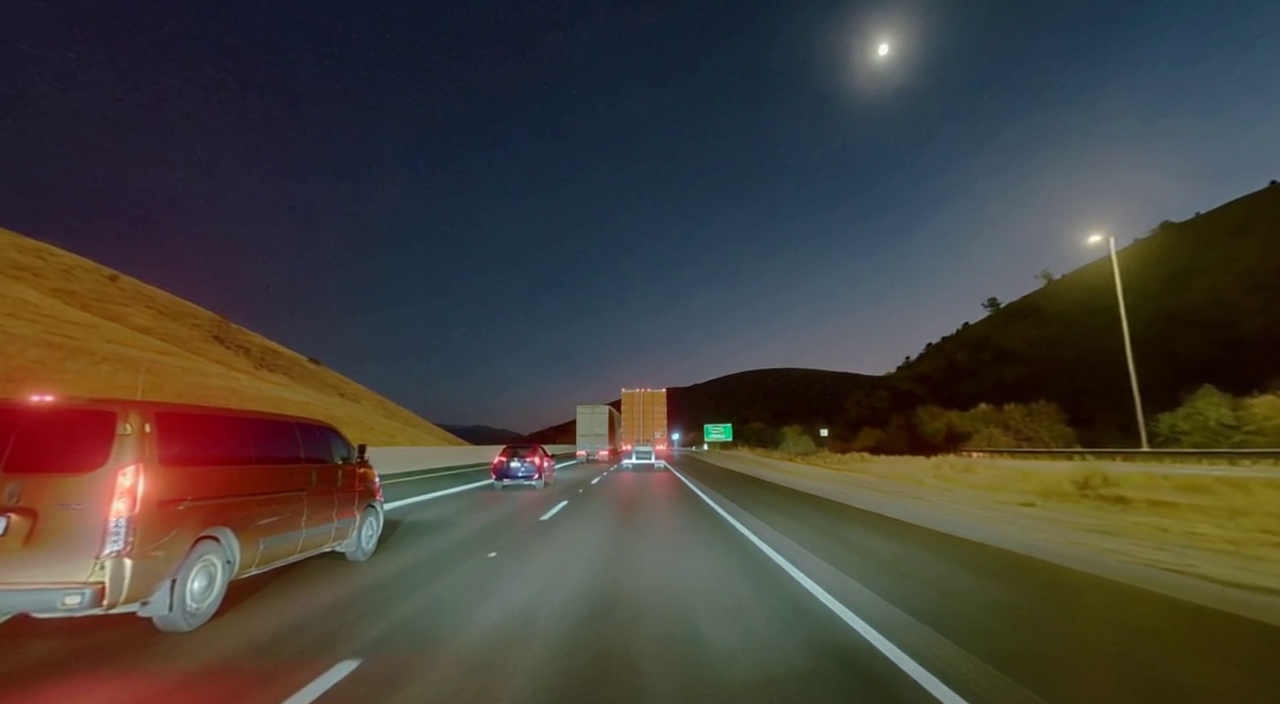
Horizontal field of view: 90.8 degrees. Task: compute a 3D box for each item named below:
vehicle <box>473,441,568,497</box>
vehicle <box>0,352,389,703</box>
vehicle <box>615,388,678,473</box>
[{"bbox_3d":[-3.421,3.423,18.912,1.950,1.446,4.224,0,-8,1],"label":"vehicle"},{"bbox_3d":[-4.108,1.182,4.959,2.136,1.779,4.875,0,-8,2],"label":"vehicle"},{"bbox_3d":[0.461,4.475,35.137,2.913,3.988,10.874,0,-8,2],"label":"vehicle"}]
